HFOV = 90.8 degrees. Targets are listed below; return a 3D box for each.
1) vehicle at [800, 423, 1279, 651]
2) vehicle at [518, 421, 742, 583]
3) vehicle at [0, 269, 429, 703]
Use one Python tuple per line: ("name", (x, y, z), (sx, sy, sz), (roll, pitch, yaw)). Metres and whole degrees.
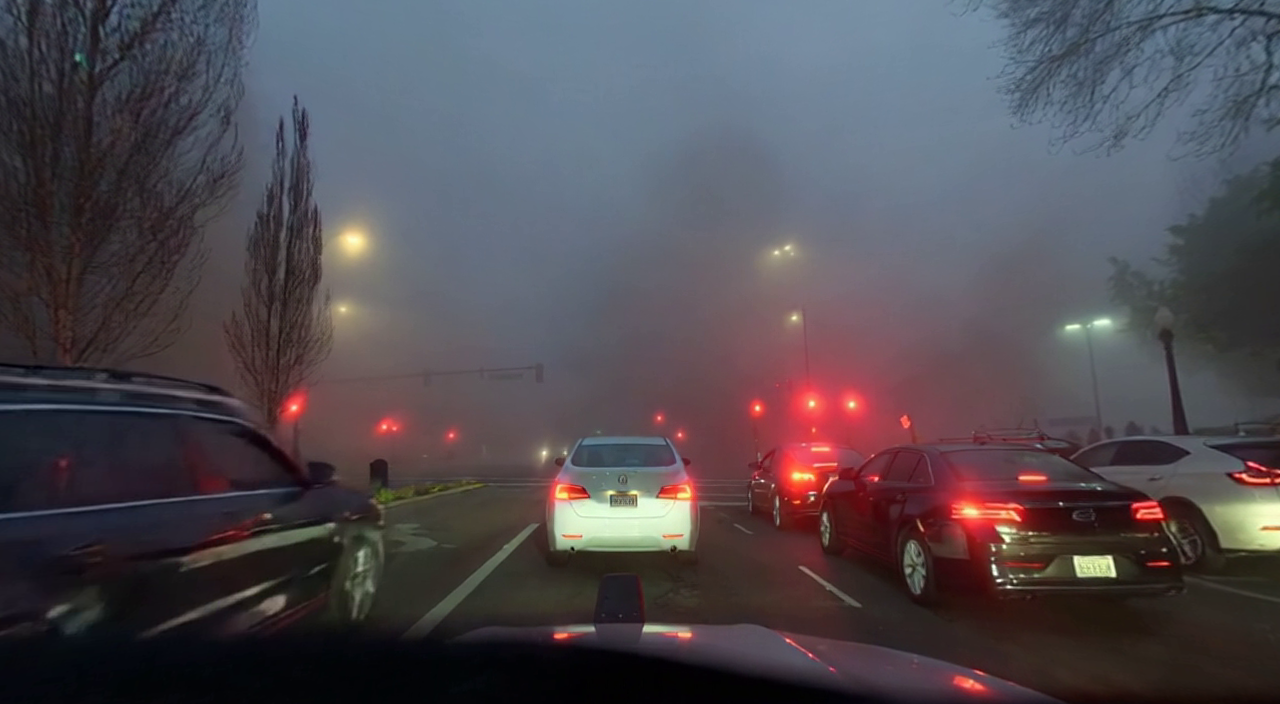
("vehicle", (3.215, 1.543, 6.439), (1.912, 1.454, 4.537), (0, -9, -1))
("vehicle", (-0.128, 1.724, 8.069), (2.118, 1.512, 4.013), (0, -9, -1))
("vehicle", (-3.043, 0.887, 3.245), (2.223, 1.840, 4.919), (0, -9, 0))
